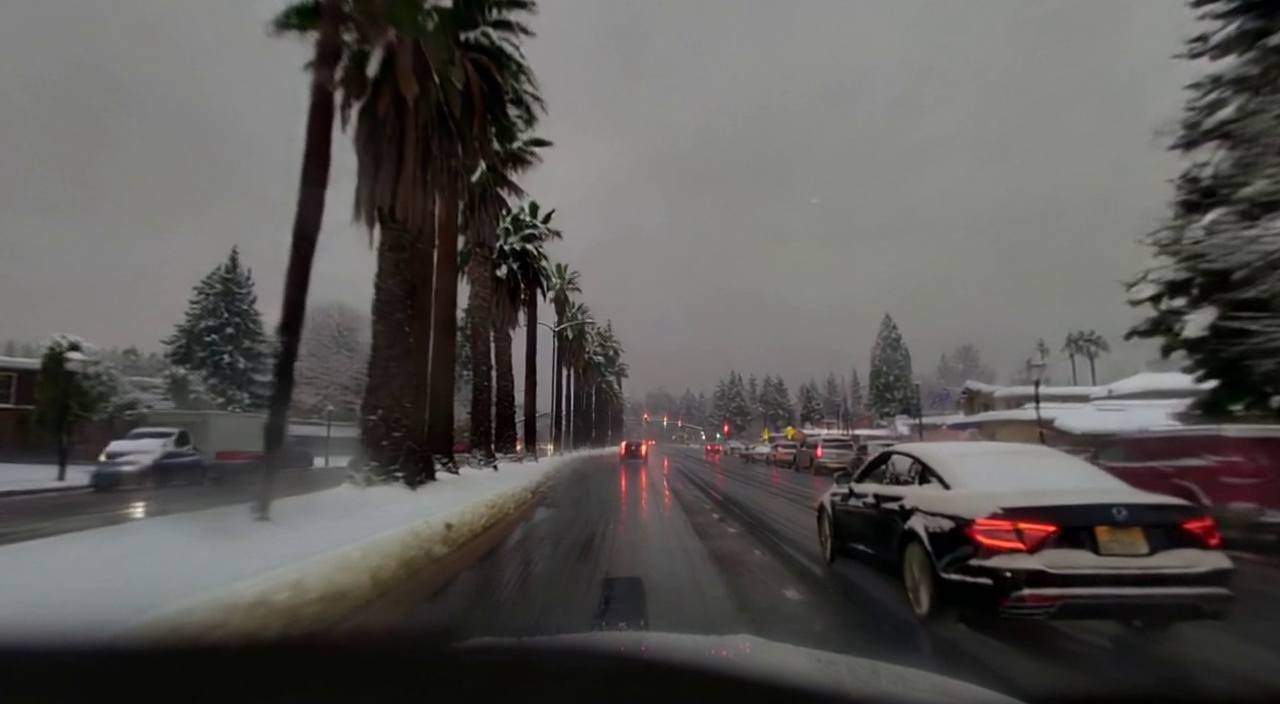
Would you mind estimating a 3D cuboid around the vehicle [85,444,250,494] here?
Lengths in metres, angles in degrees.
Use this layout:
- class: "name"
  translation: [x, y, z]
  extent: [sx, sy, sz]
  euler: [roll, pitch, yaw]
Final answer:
- class: "vehicle"
  translation: [-15.506, 3.819, 21.090]
  extent: [1.783, 1.477, 4.624]
  euler: [0, -9, 3]

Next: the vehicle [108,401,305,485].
- class: "vehicle"
  translation: [-18.971, 4.145, 28.524]
  extent: [2.933, 3.159, 8.124]
  euler: [-2, -9, 2]

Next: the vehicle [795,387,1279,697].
- class: "vehicle"
  translation: [2.944, 1.326, 5.569]
  extent: [2.009, 1.639, 4.267]
  euler: [0, -9, -1]

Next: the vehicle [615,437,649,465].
- class: "vehicle"
  translation: [-0.488, 6.440, 41.079]
  extent: [2.087, 1.709, 4.076]
  euler: [0, -8, 0]
